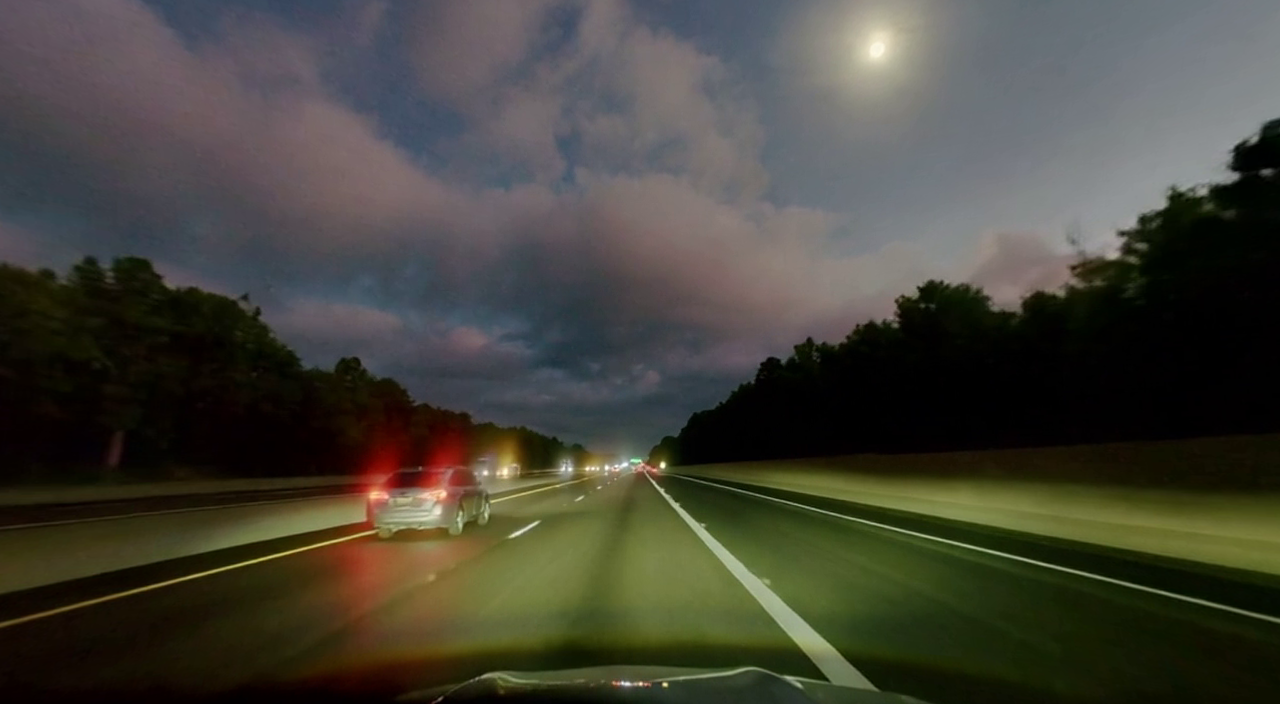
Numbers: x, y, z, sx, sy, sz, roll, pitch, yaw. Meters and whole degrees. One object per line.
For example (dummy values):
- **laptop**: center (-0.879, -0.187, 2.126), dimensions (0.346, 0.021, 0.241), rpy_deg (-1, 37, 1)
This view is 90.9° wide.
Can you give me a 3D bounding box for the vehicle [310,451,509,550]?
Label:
- **vehicle**: center (-4.041, 2.708, 12.033), dimensions (2.043, 1.486, 4.442), rpy_deg (0, -10, 1)
